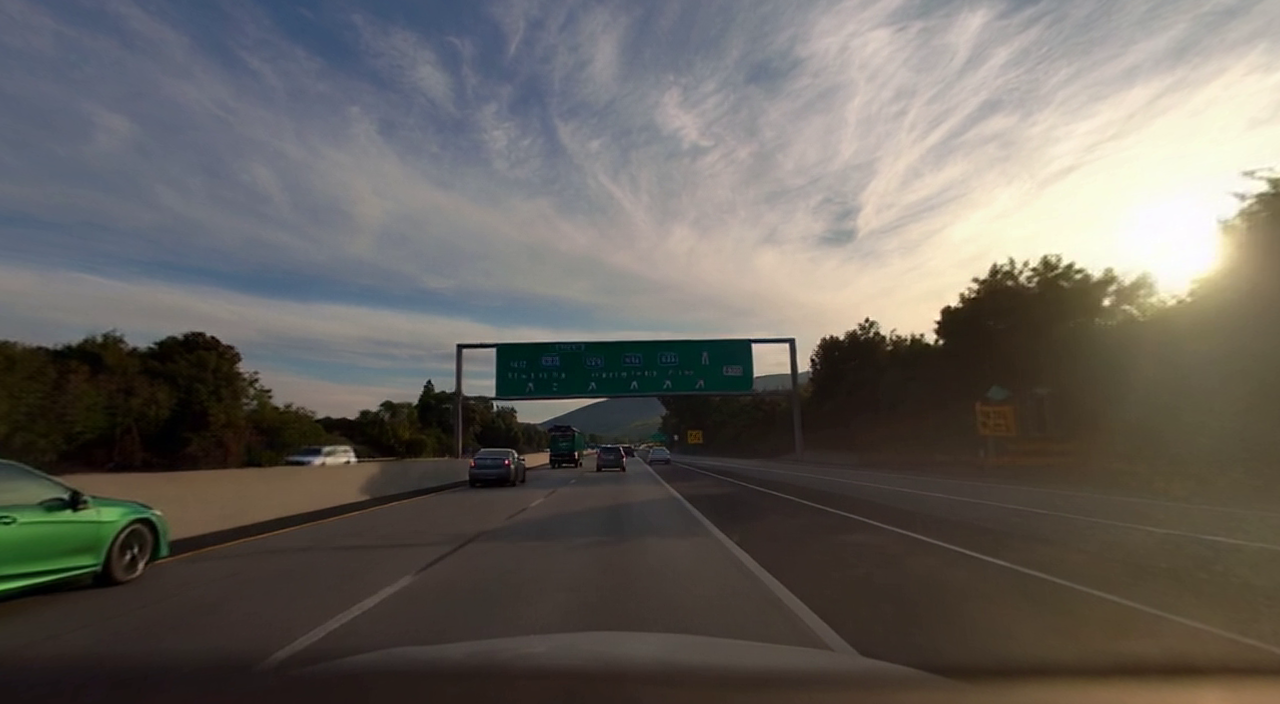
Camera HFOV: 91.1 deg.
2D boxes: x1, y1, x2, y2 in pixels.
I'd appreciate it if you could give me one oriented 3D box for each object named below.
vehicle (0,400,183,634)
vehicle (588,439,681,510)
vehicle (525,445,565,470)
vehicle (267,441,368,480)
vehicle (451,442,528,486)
[{"bbox_3d":[-5.523,1.115,4.088,2.058,1.626,4.118,0,-9,-2],"label":"vehicle"},{"bbox_3d":[-0.153,2.823,14.913,1.940,1.451,3.512,0,-9,-1],"label":"vehicle"},{"bbox_3d":[-5.790,6.454,38.623,1.814,1.417,3.860,0,-9,0],"label":"vehicle"},{"bbox_3d":[-14.291,4.822,28.208,2.121,1.609,4.678,0,-9,-1],"label":"vehicle"},{"bbox_3d":[-5.517,4.157,23.641,1.892,1.481,4.180,0,-9,0],"label":"vehicle"}]
